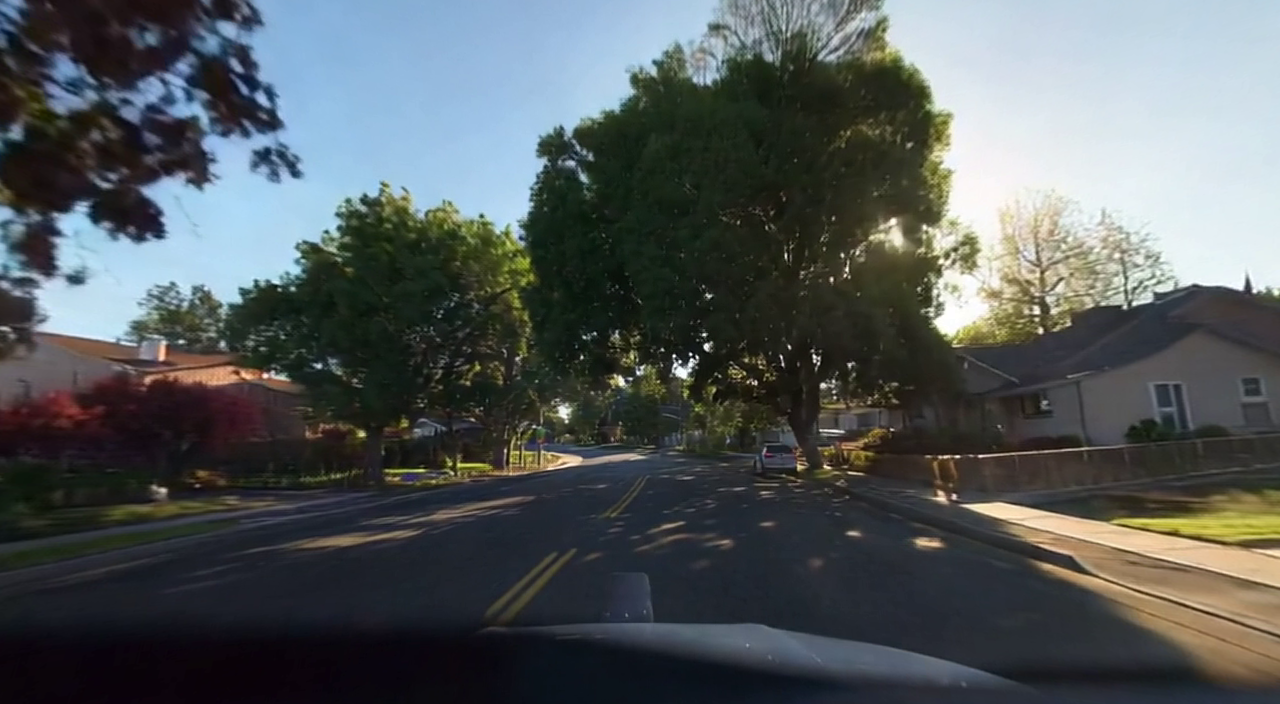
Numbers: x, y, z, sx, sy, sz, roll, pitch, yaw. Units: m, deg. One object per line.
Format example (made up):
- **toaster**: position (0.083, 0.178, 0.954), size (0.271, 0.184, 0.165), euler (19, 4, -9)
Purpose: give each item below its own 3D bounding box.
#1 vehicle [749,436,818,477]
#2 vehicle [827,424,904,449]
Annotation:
- **vehicle**: position (5.621, 4.138, 25.198), size (2.129, 1.490, 4.369), euler (-1, -8, 6)
- **vehicle**: position (15.067, 5.690, 42.311), size (4.403, 1.662, 1.882), euler (0, -8, -3)
